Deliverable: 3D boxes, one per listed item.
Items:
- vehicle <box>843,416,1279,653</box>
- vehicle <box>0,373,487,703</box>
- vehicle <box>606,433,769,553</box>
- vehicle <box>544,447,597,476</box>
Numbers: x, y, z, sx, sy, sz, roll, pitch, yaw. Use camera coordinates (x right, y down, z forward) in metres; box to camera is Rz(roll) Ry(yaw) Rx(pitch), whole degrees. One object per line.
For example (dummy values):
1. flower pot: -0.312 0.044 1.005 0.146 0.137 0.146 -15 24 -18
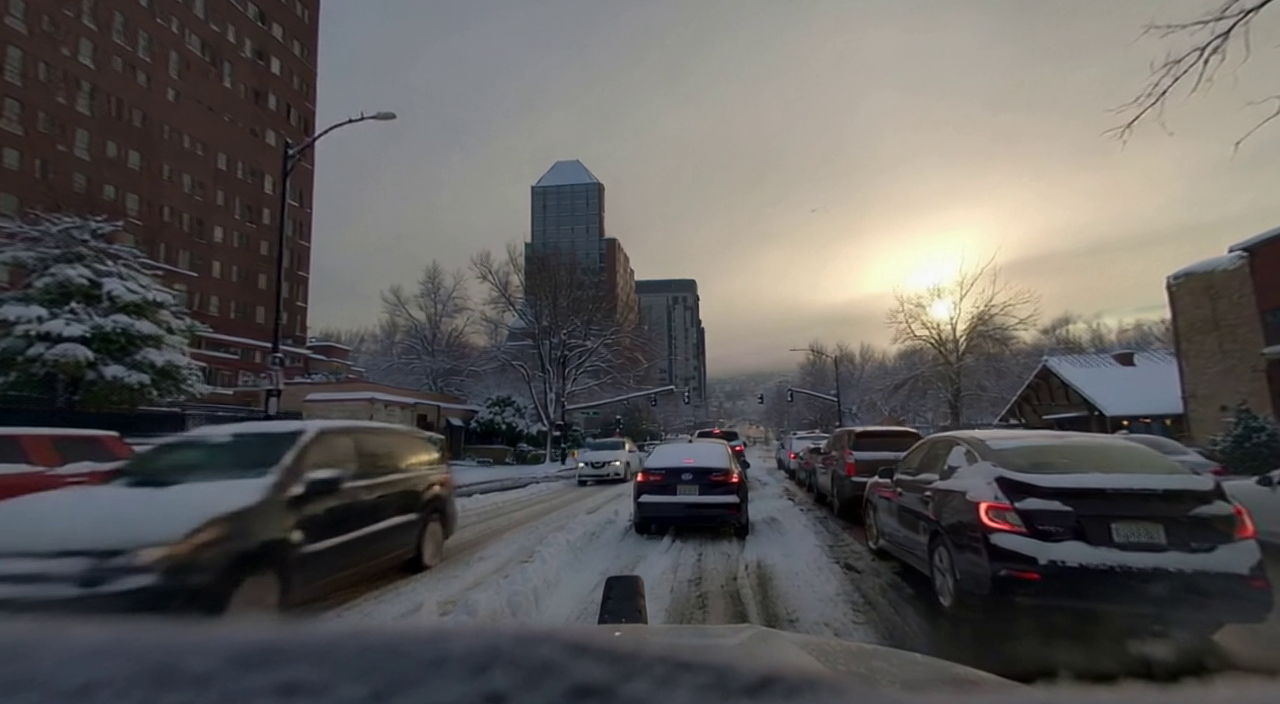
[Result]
1. vehicle: 3.433 1.496 6.305 1.982 1.510 4.144 -1 -8 8
2. vehicle: -3.180 1.312 5.667 2.030 1.730 4.453 -1 -8 7
3. vehicle: 0.839 2.035 9.822 2.031 1.461 3.763 -1 -8 8
4. vehicle: -3.798 6.099 35.347 1.930 1.480 4.174 -1 -8 9
